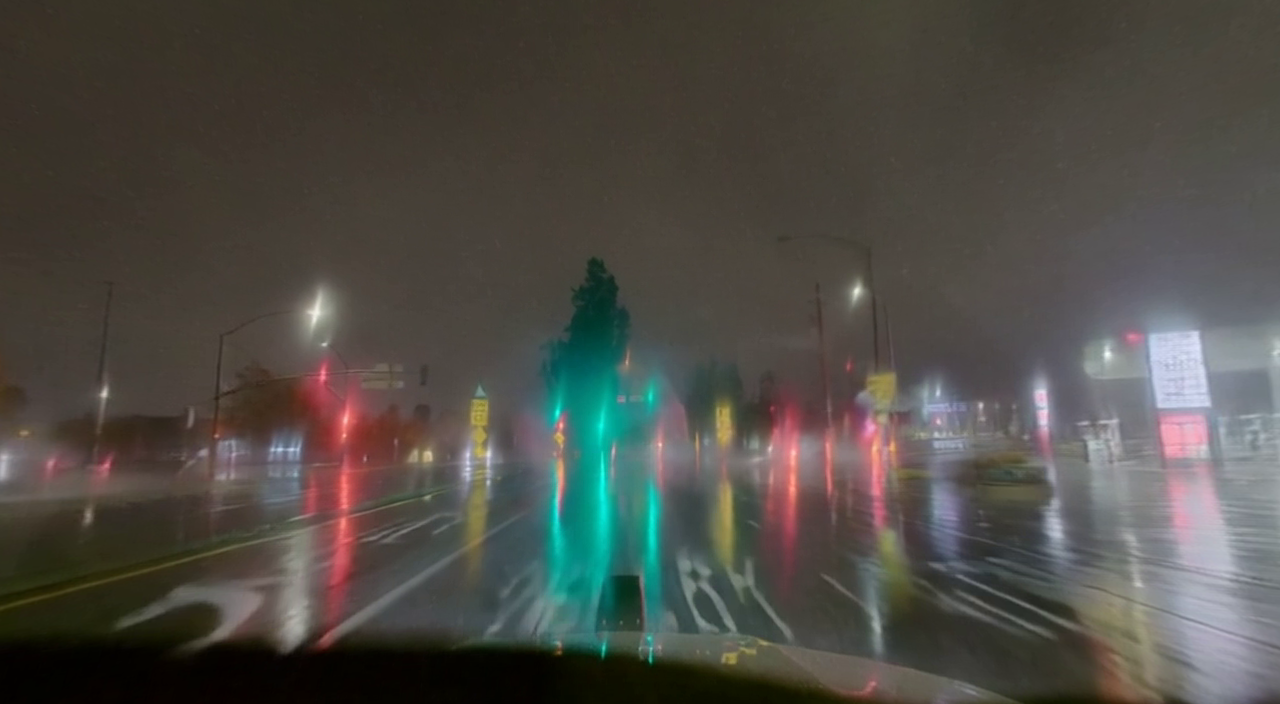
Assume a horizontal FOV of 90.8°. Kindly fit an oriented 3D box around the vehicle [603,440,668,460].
[{"bbox_3d":[-0.373,7.608,49.266,4.709,1.501,1.895,3,-9,-19],"label":"vehicle"}]
